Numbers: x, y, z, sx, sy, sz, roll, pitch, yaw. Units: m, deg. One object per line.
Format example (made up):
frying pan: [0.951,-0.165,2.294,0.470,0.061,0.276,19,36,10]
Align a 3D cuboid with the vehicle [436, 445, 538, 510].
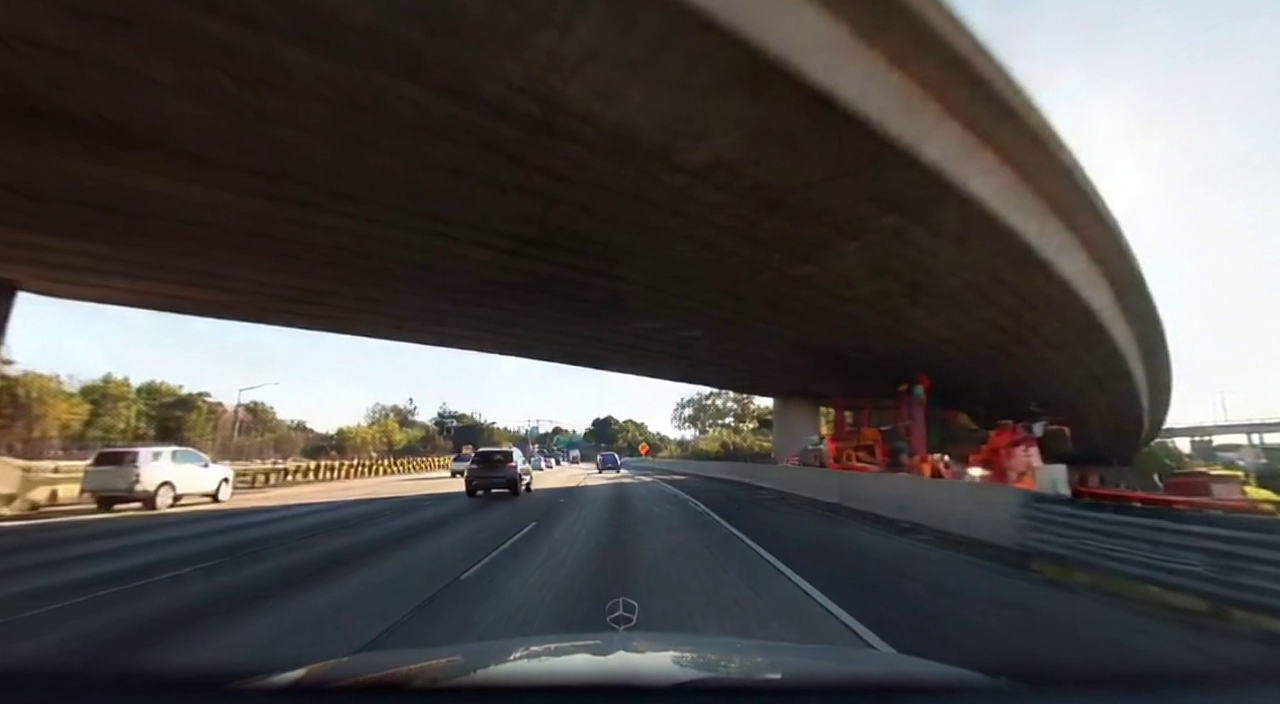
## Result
vehicle: [-4.302,3.568,18.525,2.024,1.655,4.192,0,-8,-1]

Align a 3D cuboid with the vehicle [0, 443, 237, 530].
vehicle: [-11.687,2.974,14.618,1.967,1.681,4.203,0,-8,-1]

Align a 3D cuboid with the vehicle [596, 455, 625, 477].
vehicle: [-2.198,8.438,46.787,2.051,1.459,4.092,1,-9,-4]
